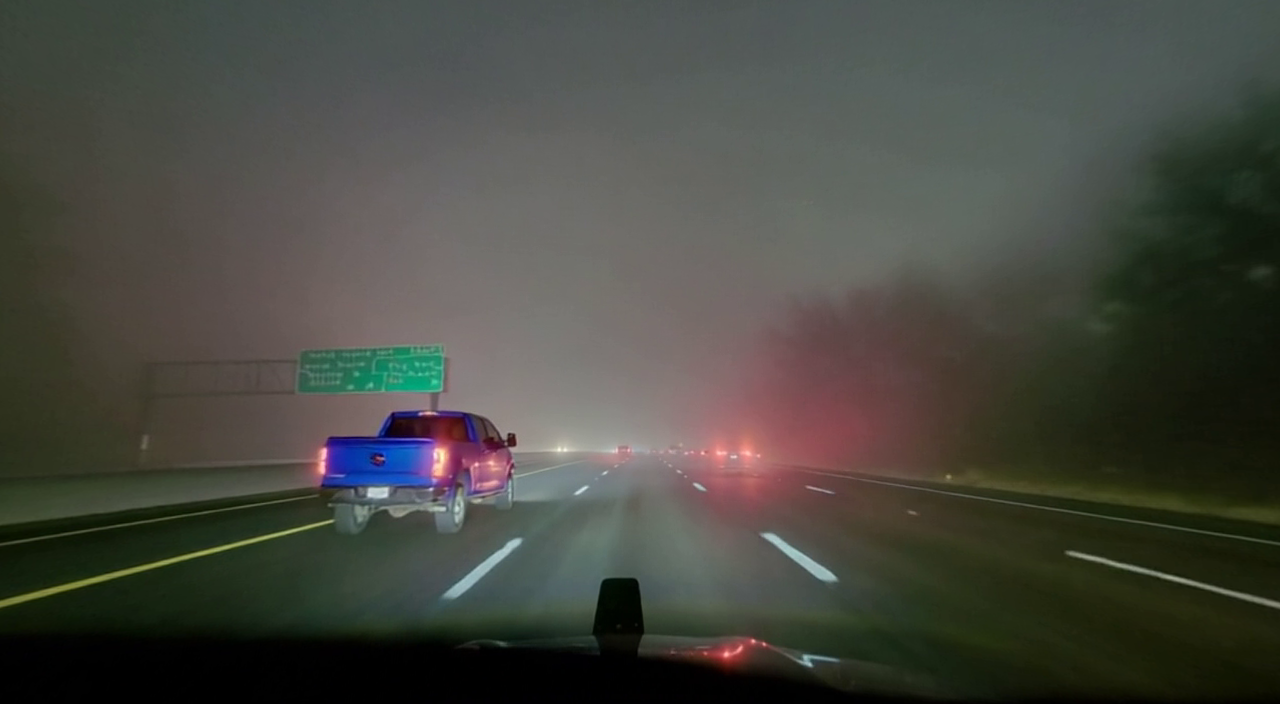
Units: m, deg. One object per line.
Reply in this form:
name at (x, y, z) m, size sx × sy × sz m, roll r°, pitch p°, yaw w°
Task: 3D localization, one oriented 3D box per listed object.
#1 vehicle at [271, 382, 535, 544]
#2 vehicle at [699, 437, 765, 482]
vehicle at (-3.770, 1.989, 11.838) m, size 2.496 × 2.203 × 6.317 m, roll 0°, pitch -9°, yaw 0°
vehicle at (3.675, 4.381, 25.939) m, size 2.095 × 1.668 × 4.135 m, roll 0°, pitch -9°, yaw 0°
